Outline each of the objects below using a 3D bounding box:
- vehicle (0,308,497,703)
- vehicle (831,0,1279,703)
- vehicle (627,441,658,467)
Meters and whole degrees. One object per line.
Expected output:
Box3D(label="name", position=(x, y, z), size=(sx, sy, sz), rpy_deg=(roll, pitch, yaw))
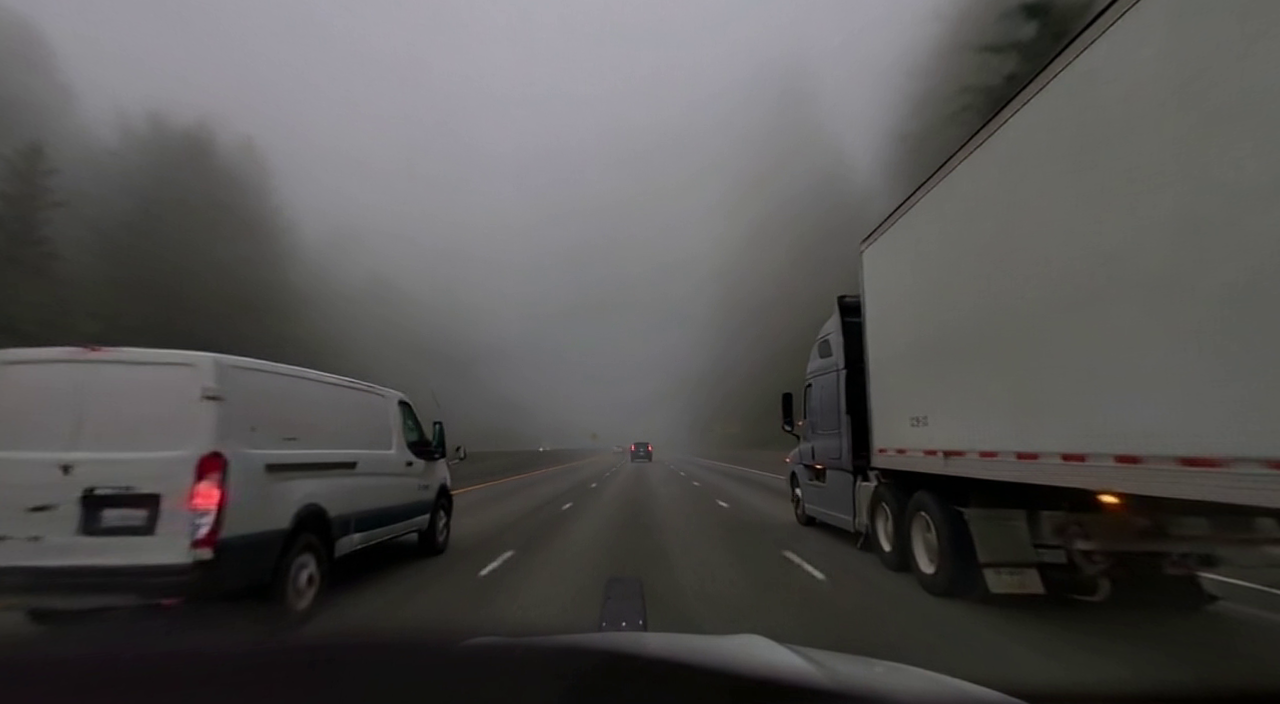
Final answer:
Box3D(label="vehicle", position=(-3.289, 1.179, 5.861), size=(2.572, 1.927, 5.803), rpy_deg=(0, -9, 0))
Box3D(label="vehicle", position=(4.277, -0.418, 1.973), size=(3.011, 4.028, 13.890), rpy_deg=(0, -9, 0))
Box3D(label="vehicle", position=(0.169, 7.087, 43.948), size=(2.067, 1.690, 3.901), rpy_deg=(0, -9, 0))
